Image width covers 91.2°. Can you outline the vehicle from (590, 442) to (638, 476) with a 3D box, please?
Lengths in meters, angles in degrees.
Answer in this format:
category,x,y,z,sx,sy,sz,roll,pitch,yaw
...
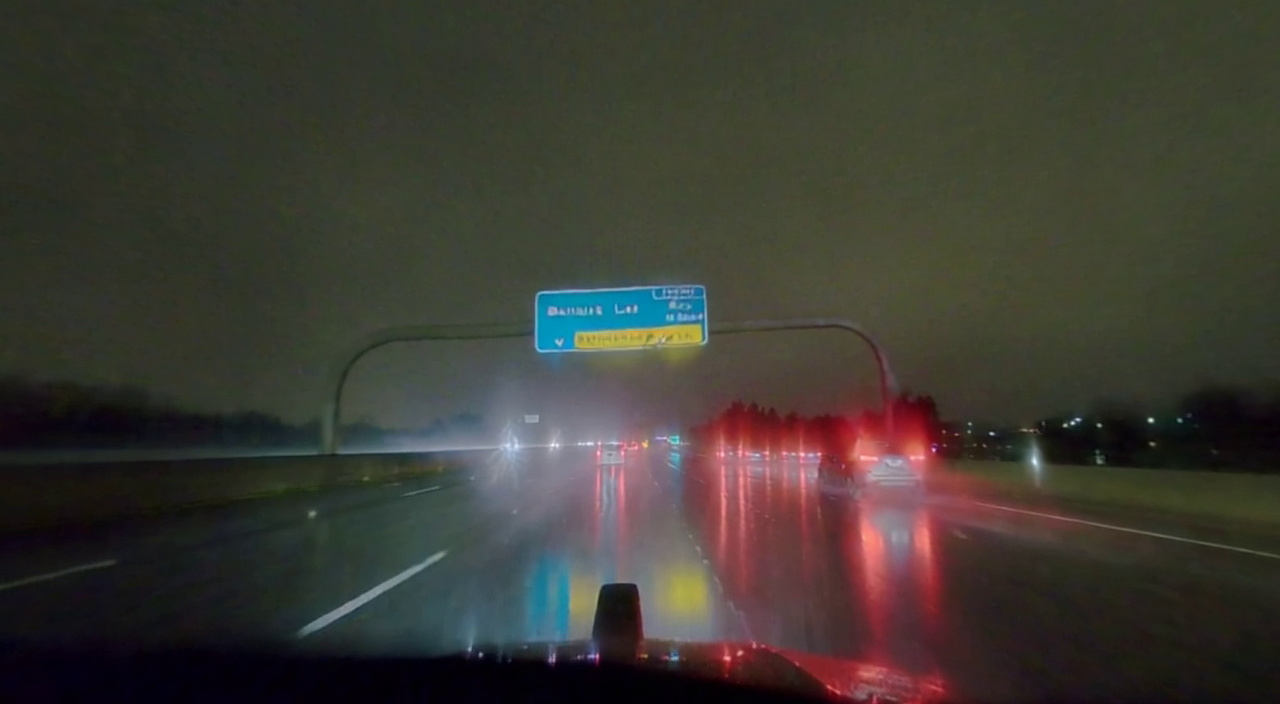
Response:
category,x,y,z,sx,sy,sz,roll,pitch,yaw
vehicle,-1.211,5.194,30.612,2.055,1.509,4.255,-1,-9,1
